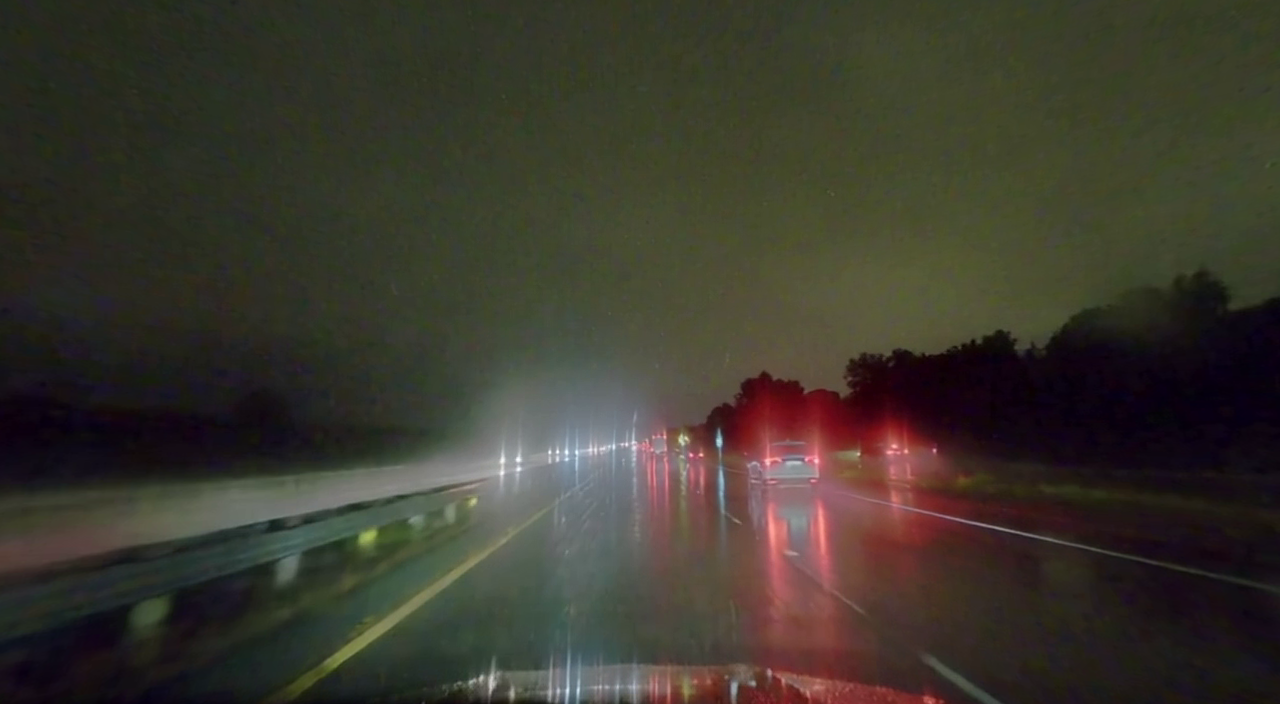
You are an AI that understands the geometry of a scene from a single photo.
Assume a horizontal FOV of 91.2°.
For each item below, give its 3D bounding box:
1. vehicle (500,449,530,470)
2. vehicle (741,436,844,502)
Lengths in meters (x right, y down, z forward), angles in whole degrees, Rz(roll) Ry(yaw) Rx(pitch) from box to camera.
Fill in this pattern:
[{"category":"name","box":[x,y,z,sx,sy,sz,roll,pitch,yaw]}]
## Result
[{"category":"vehicle","box":[-9.620,8.300,48.537,1.956,1.583,4.227,1,-9,-8]},{"category":"vehicle","box":[4.033,3.158,17.282,2.001,1.555,4.098,-1,-9,3]}]
